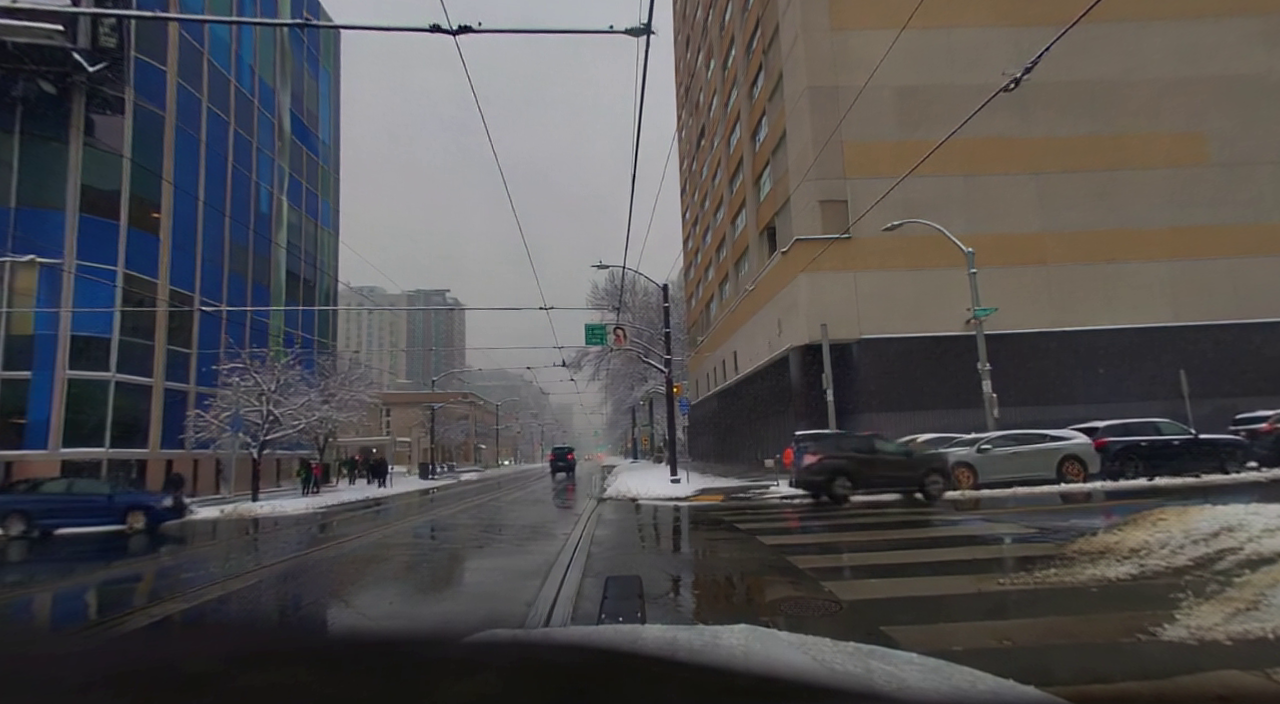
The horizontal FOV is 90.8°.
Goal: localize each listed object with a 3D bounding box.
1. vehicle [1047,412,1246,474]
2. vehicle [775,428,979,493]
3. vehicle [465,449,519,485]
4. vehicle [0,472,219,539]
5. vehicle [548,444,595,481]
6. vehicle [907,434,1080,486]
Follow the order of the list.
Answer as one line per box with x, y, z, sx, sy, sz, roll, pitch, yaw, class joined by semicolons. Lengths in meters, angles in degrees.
16.759;3.037;21.079;4.944;1.946;1.952;0;-8;-3;vehicle
6.203;2.881;16.942;4.637;1.624;1.927;0;-8;-2;vehicle
-8.423;6.518;36.282;2.121;1.792;4.510;-3;-8;-2;vehicle
-14.359;4.077;17.103;4.549;1.490;1.797;3;-9;-21;vehicle
-3.708;6.084;35.183;2.137;1.910;5.120;0;-8;-1;vehicle
11.394;3.488;20.556;4.697;1.510;1.596;0;-9;-4;vehicle
